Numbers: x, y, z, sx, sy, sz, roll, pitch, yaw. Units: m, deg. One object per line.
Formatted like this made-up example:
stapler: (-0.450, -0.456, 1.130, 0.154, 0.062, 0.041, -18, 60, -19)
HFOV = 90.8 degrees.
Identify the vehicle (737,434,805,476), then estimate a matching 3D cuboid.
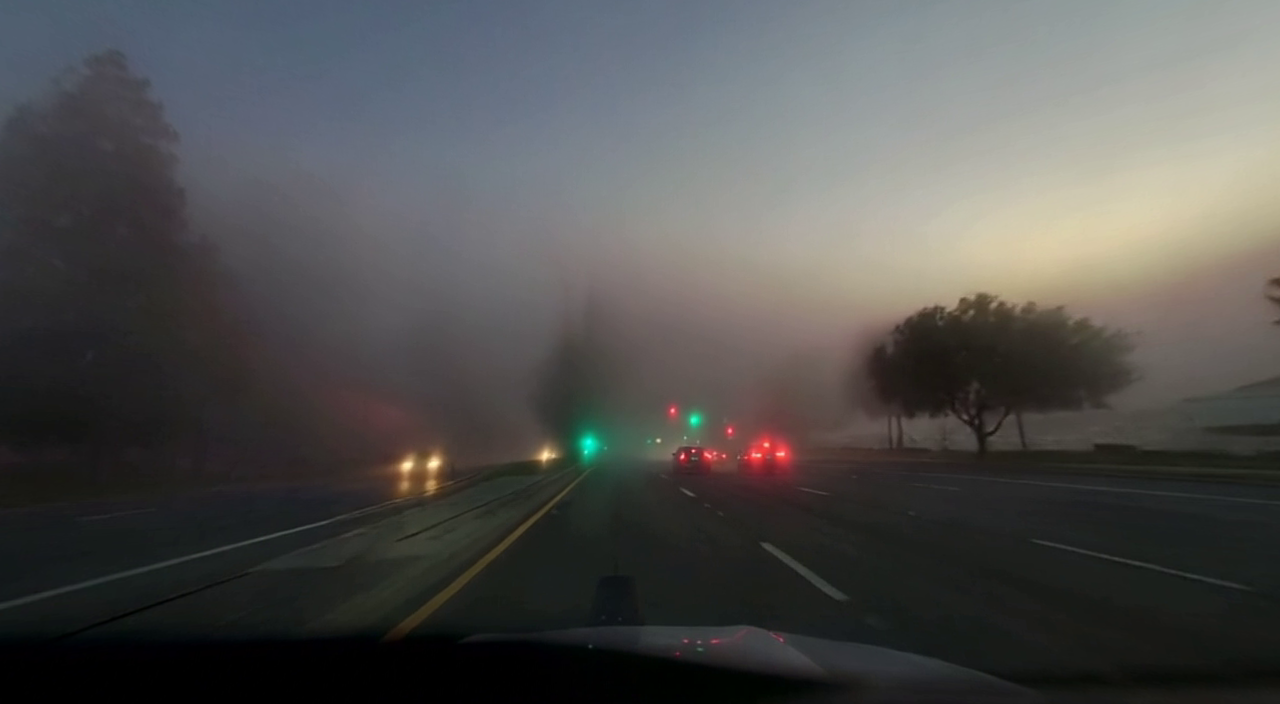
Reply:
vehicle: (5.873, 4.693, 28.979, 1.946, 1.773, 4.641, 0, -9, -3)

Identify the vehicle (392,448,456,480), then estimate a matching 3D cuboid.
vehicle: (-11.495, 5.945, 33.954, 1.802, 1.560, 4.476, 0, -9, 1)

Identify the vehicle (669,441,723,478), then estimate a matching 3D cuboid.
vehicle: (2.509, 4.981, 29.520, 1.917, 1.538, 4.259, 0, -9, -3)
